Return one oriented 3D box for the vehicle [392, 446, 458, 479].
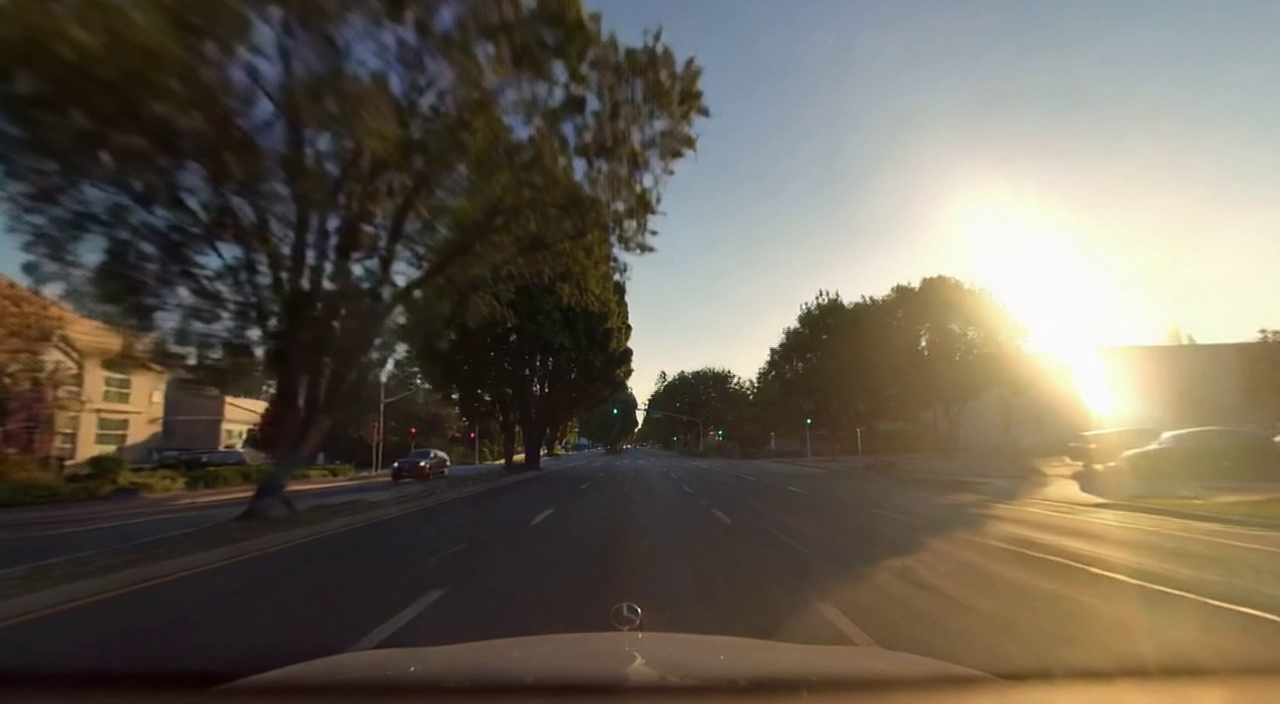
[{"bbox_3d":[-11.992,6.177,35.545,2.033,1.693,4.551,0,-9,1],"label":"vehicle"}]
